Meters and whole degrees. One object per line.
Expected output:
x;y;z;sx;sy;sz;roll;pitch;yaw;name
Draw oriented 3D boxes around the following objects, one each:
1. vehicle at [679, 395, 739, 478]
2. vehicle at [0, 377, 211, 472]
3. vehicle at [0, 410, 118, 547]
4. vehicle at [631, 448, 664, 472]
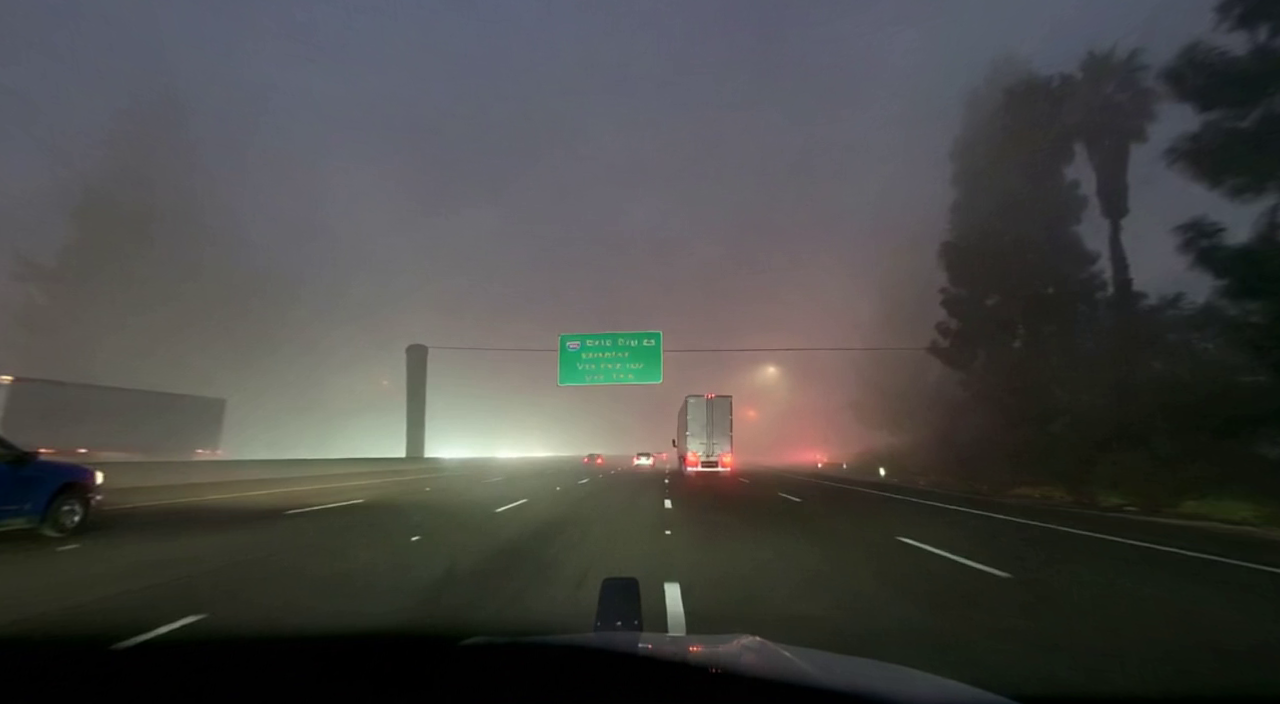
4.017;5.431;40.121;2.891;4.123;16.415;1;-8;3;vehicle
-32.784;4.421;36.634;3.050;4.632;16.557;-1;-9;4;vehicle
-9.288;1.486;7.190;2.264;1.728;4.940;0;-9;2;vehicle
0.576;7.935;46.488;2.287;1.689;4.307;0;-9;3;vehicle
